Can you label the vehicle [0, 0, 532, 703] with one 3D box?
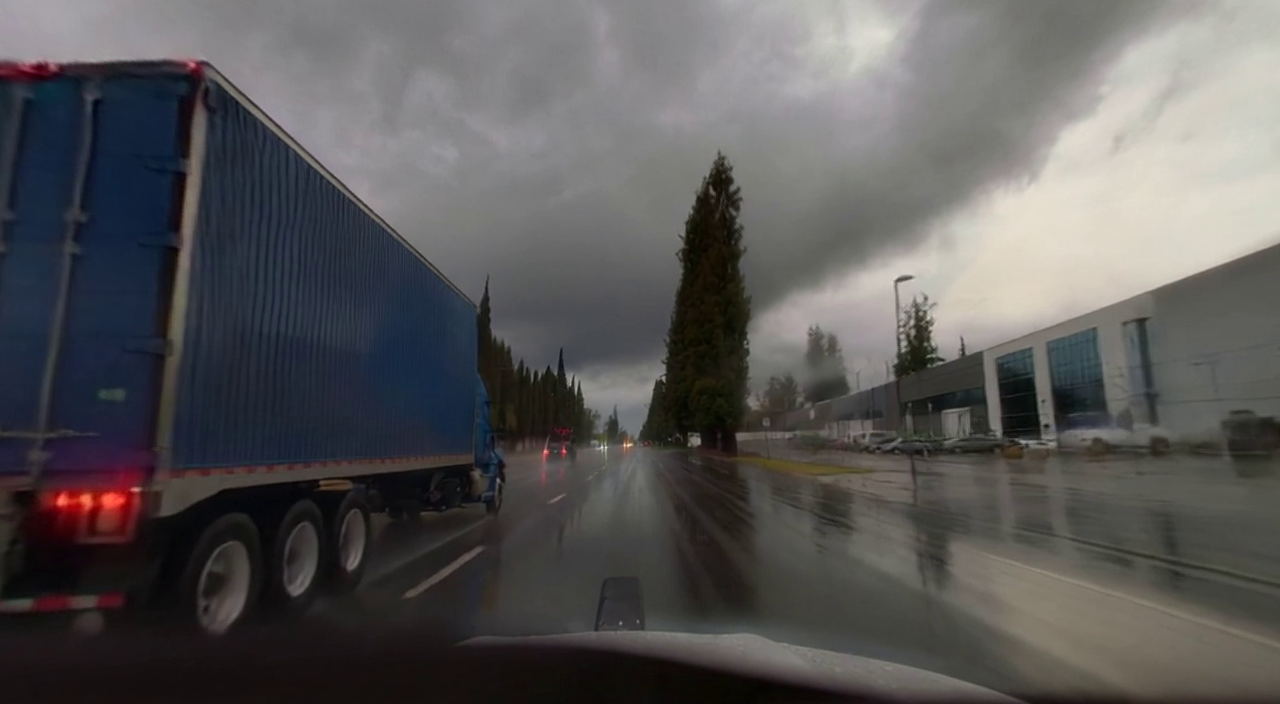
[{"bbox_3d":[-3.453,0.556,6.754,2.910,3.419,8.376,0,-8,1],"label":"vehicle"}]
